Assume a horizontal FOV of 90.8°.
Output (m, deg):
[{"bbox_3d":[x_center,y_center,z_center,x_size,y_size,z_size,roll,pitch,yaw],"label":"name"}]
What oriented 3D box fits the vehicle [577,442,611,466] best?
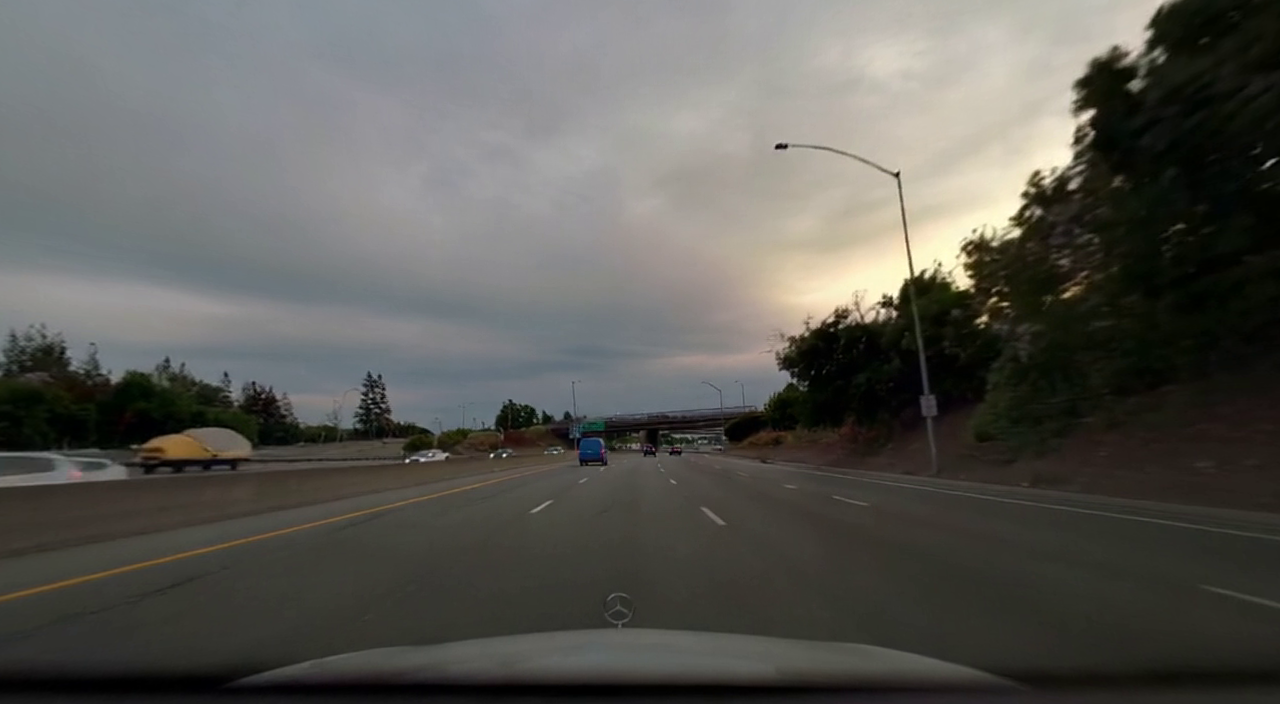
[{"bbox_3d":[-3.435,7.652,47.651,2.031,1.704,4.435,0,-9,2],"label":"vehicle"}]
